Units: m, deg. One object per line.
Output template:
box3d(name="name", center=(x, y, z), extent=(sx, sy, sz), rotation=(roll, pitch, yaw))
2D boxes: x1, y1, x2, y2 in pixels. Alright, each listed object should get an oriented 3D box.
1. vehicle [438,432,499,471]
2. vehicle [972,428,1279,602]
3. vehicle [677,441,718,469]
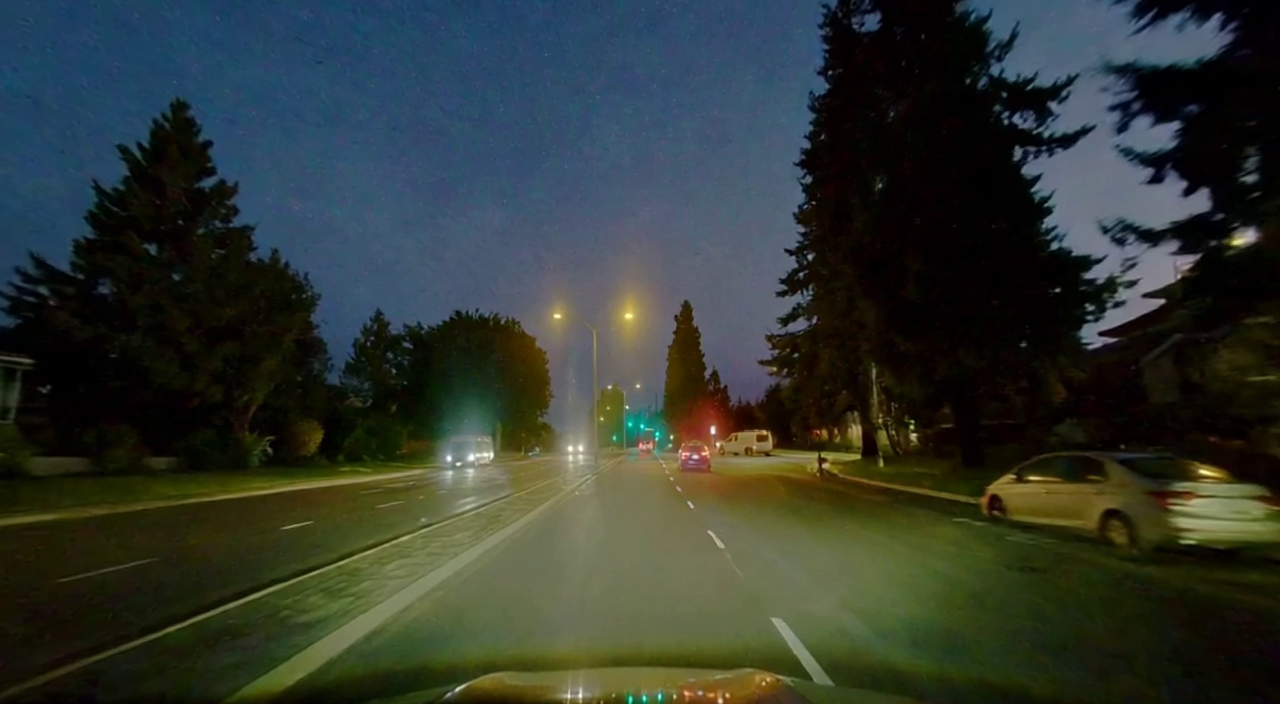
box3d(name="vehicle", center=(-11.564, 6.761, 42.970), extent=(2.347, 2.428, 6.149), rotation=(0, -8, 1))
box3d(name="vehicle", center=(6.453, 1.760, 7.870), extent=(1.999, 1.476, 4.791), rotation=(0, -8, 0))
box3d(name="vehicle", center=(3.222, 5.837, 35.915), extent=(1.960, 1.479, 4.086), rotation=(0, -8, 0))
